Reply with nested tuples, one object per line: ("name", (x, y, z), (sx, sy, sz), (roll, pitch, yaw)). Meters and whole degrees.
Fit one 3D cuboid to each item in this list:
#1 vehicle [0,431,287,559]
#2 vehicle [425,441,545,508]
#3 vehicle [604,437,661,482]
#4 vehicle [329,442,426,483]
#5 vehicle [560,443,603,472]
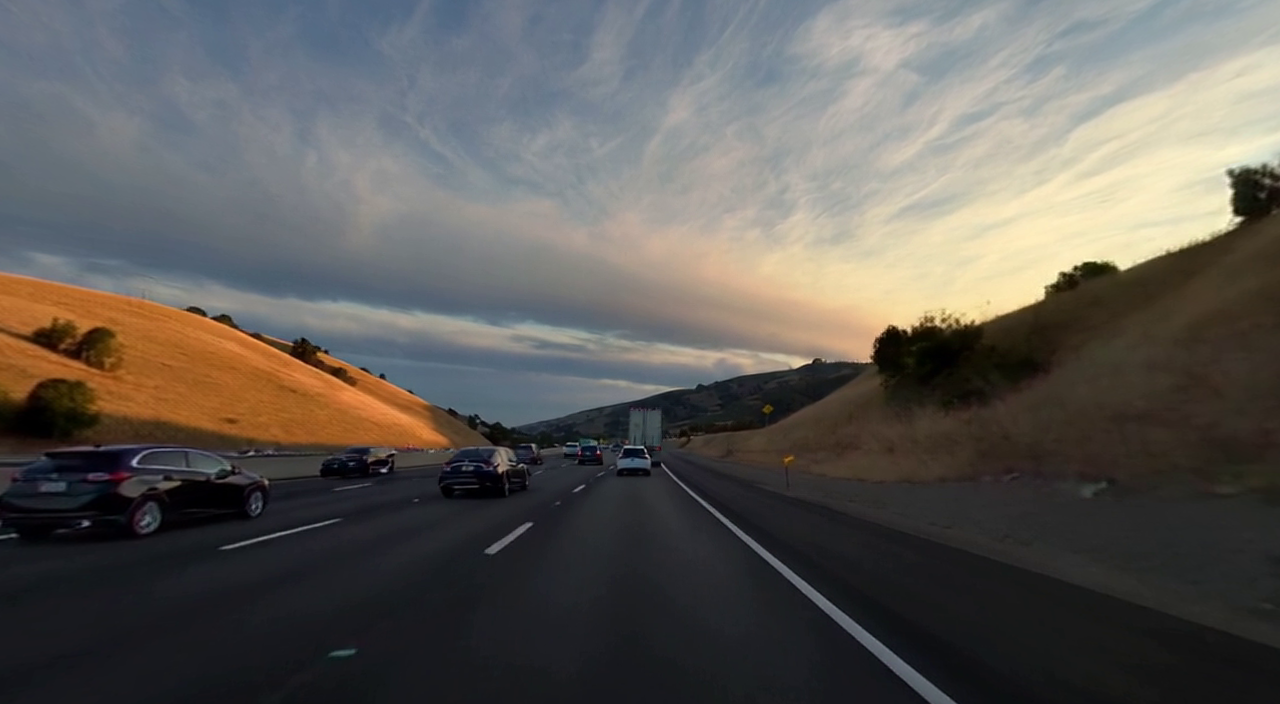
("vehicle", (-7.725, 2.041, 9.734), (2.029, 1.507, 4.204), (1, -9, 1))
("vehicle", (-3.877, 3.147, 16.677), (1.943, 1.468, 4.547), (1, -9, 1))
("vehicle", (-0.294, 4.731, 27.894), (2.281, 1.795, 4.297), (1, -9, 0))
("vehicle", (-10.636, 4.497, 25.935), (1.950, 1.507, 4.527), (1, -9, 1))
("vehicle", (-3.558, 6.552, 39.384), (2.155, 1.661, 4.477), (0, -9, 1))
